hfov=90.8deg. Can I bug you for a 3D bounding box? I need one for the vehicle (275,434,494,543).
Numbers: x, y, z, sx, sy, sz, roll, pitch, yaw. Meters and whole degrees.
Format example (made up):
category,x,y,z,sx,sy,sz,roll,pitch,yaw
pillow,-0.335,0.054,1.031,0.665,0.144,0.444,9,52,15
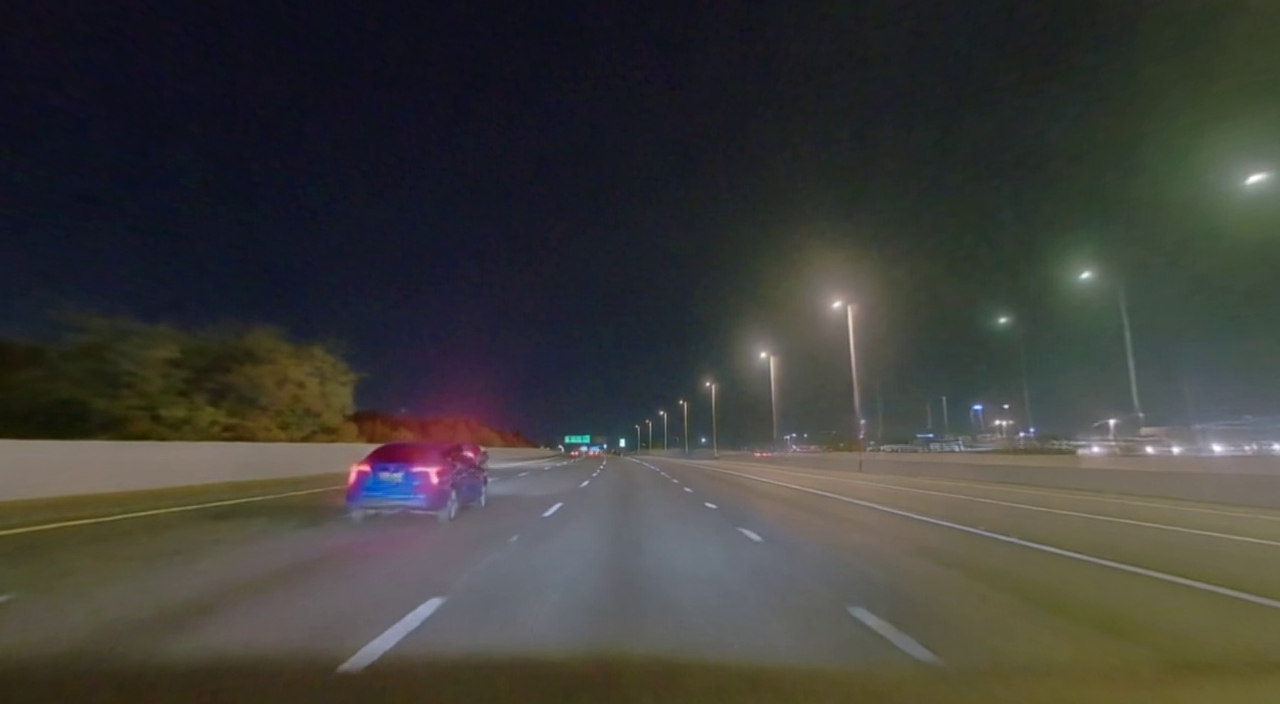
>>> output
category,x,y,z,sx,sy,sz,roll,pitch,yaw
vehicle,-4.123,2.258,11.158,2.050,1.507,4.316,0,-8,0
